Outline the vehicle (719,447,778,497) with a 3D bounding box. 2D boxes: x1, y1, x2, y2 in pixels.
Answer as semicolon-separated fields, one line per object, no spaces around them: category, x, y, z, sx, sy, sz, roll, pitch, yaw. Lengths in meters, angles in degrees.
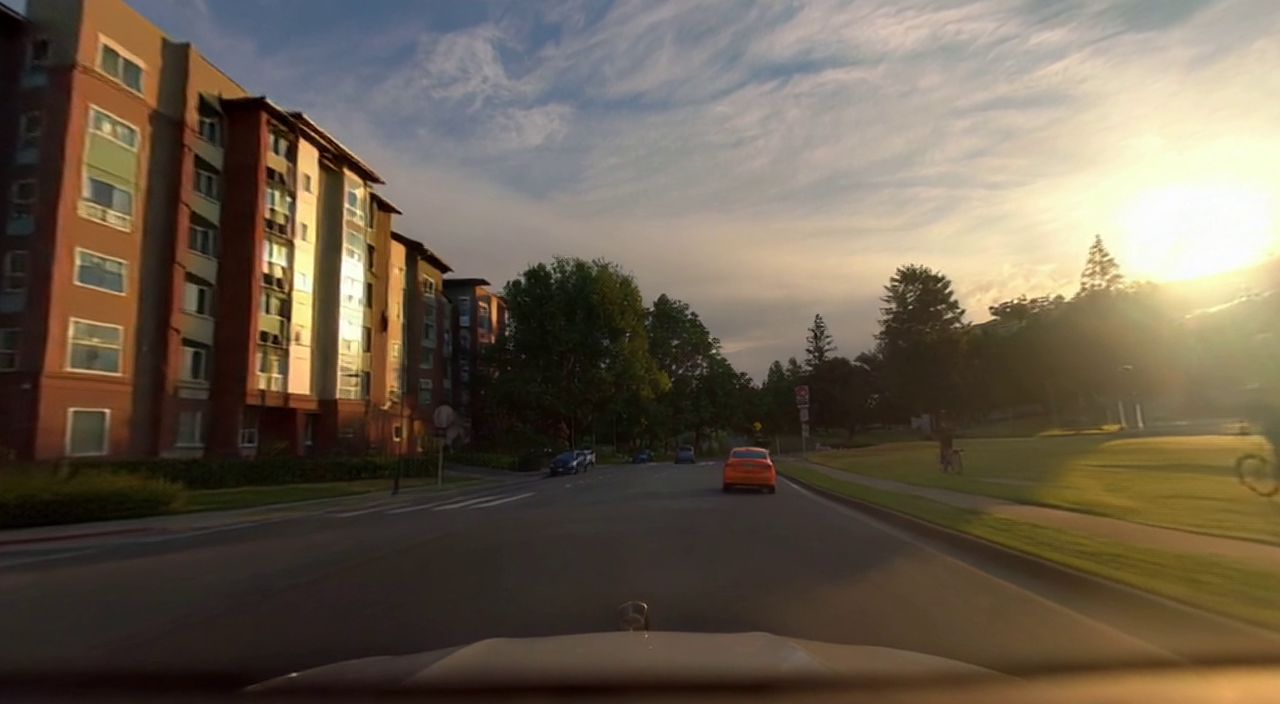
vehicle;3.388;3.794;20.053;1.559;1.351;2.452;-5;-10;5
